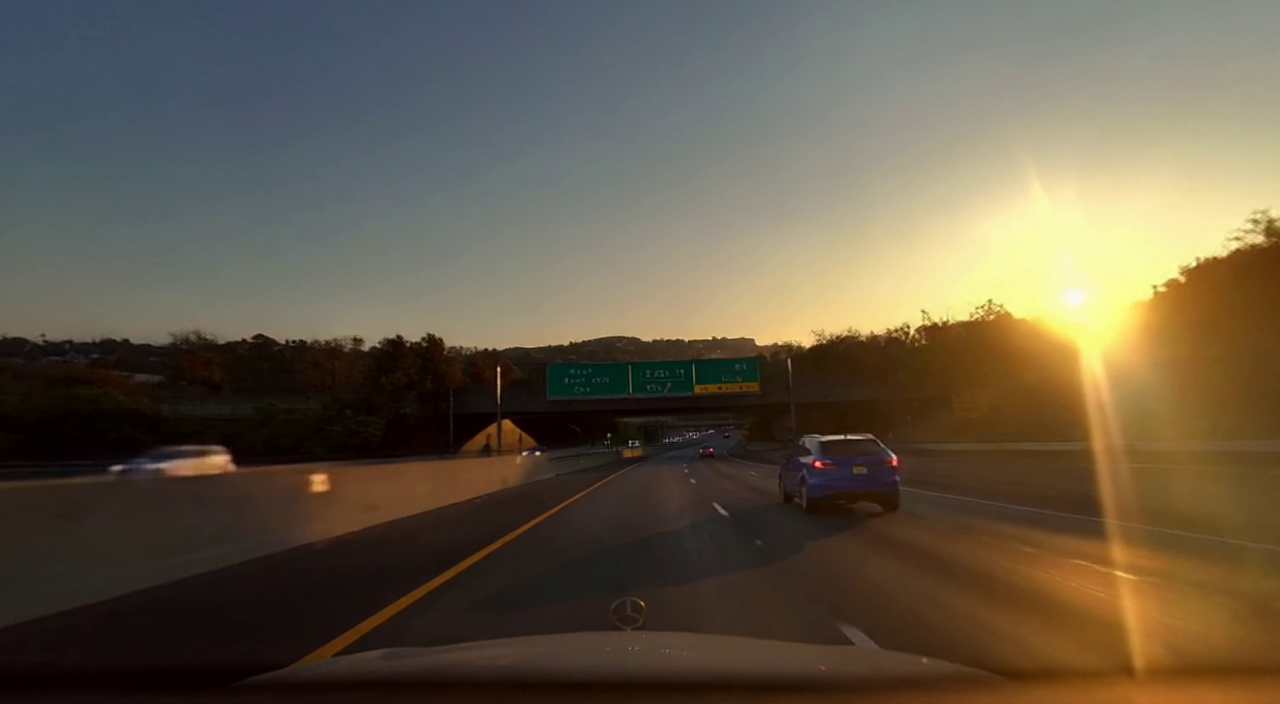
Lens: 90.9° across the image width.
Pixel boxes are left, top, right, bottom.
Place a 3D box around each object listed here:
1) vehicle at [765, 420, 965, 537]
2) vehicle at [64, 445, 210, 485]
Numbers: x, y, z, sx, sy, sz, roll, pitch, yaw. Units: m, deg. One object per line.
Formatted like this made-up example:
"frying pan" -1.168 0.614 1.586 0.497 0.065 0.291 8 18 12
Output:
"vehicle" 3.826 2.231 11.724 2.143 1.730 4.303 0 -9 0
"vehicle" -20.402 4.575 25.907 1.947 1.480 4.663 -1 -9 3
